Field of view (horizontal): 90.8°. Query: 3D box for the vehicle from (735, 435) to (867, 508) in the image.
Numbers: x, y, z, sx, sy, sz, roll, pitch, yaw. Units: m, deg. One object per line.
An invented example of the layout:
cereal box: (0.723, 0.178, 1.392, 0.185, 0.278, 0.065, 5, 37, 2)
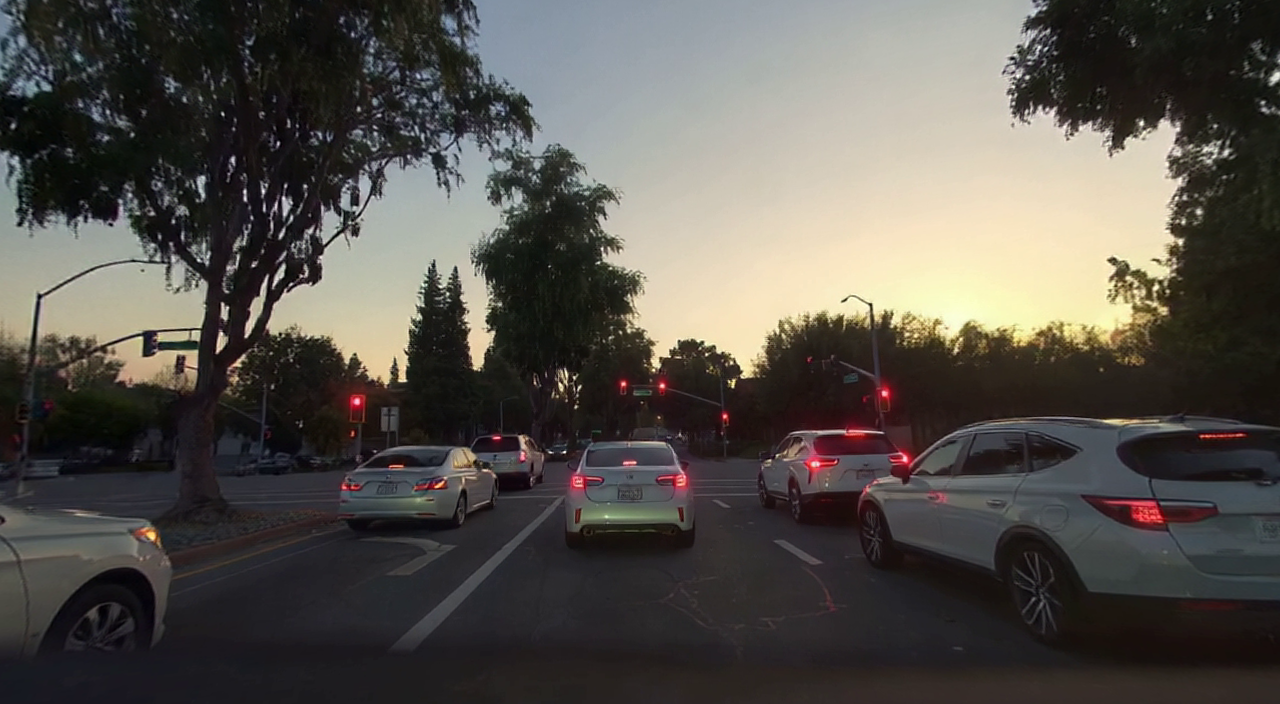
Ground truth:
vehicle: (3.643, 2.781, 15.241, 1.922, 1.472, 4.440, 0, -8, -1)

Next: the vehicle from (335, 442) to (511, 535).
vehicle: (-3.927, 2.509, 12.336, 1.919, 1.459, 4.371, 0, -8, -1)

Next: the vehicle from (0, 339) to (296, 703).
vehicle: (-3.653, 0.836, 2.547, 2.047, 1.764, 4.369, 0, -8, 0)

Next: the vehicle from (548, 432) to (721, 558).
vehicle: (-0.077, 2.004, 9.588, 2.061, 1.470, 3.970, 0, -8, 0)

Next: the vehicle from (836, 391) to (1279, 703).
vehicle: (3.395, 1.310, 5.421, 1.933, 1.564, 4.600, 0, -8, 0)
